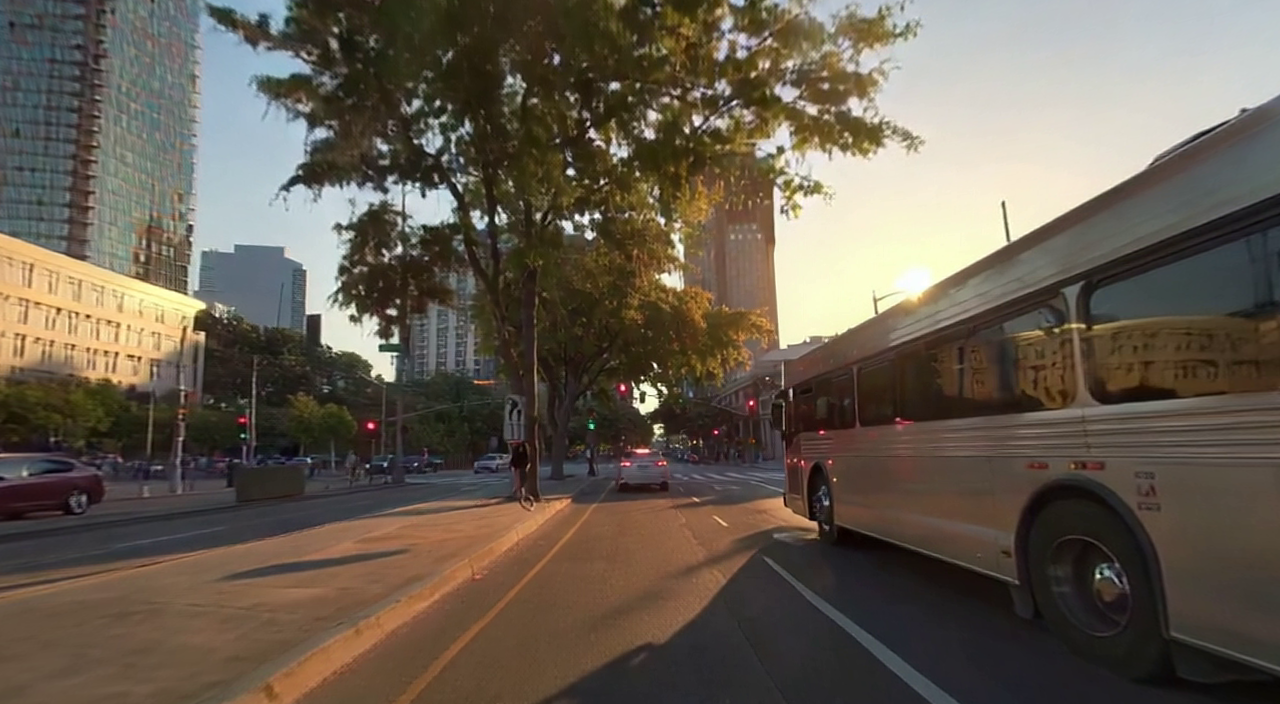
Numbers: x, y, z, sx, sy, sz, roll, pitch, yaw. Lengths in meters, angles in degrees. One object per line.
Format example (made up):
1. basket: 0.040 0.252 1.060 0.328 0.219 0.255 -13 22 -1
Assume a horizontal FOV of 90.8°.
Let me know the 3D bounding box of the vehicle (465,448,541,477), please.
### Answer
1. vehicle: -8.376 6.783 38.936 4.417 1.490 1.816 -1 -8 -9

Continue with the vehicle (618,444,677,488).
1. vehicle: 0.270 4.363 24.531 2.123 1.544 4.158 0 -8 0

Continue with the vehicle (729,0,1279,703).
1. vehicle: 3.407 0.266 5.335 3.250 3.731 13.693 0 -9 0

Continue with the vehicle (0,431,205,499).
1. vehicle: -29.550 6.095 34.487 9.150 3.310 2.988 6 -12 -37

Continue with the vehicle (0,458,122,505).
1. vehicle: -26.366 5.749 28.387 4.570 1.858 1.942 7 -11 -41
